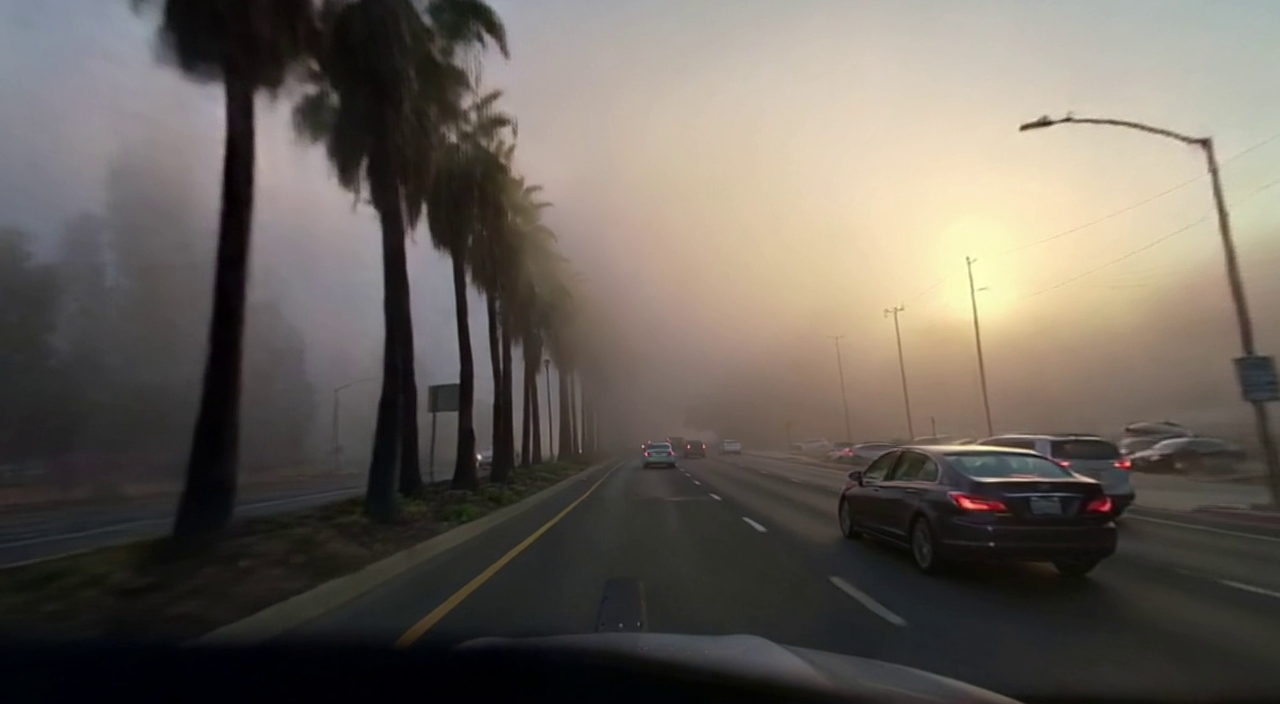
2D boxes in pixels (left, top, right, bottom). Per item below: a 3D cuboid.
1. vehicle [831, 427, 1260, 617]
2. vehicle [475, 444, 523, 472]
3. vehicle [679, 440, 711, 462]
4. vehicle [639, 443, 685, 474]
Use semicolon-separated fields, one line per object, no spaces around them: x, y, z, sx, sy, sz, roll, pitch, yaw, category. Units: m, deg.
3.851;1.656;7.208;1.875;1.452;4.453;0;-8;-1;vehicle
-10.052;7.592;45.497;2.238;1.766;4.710;-2;-9;2;vehicle
4.266;7.730;49.439;2.042;1.632;4.384;0;-8;-1;vehicle
1.040;5.395;32.340;2.031;1.444;4.361;0;-8;-2;vehicle
